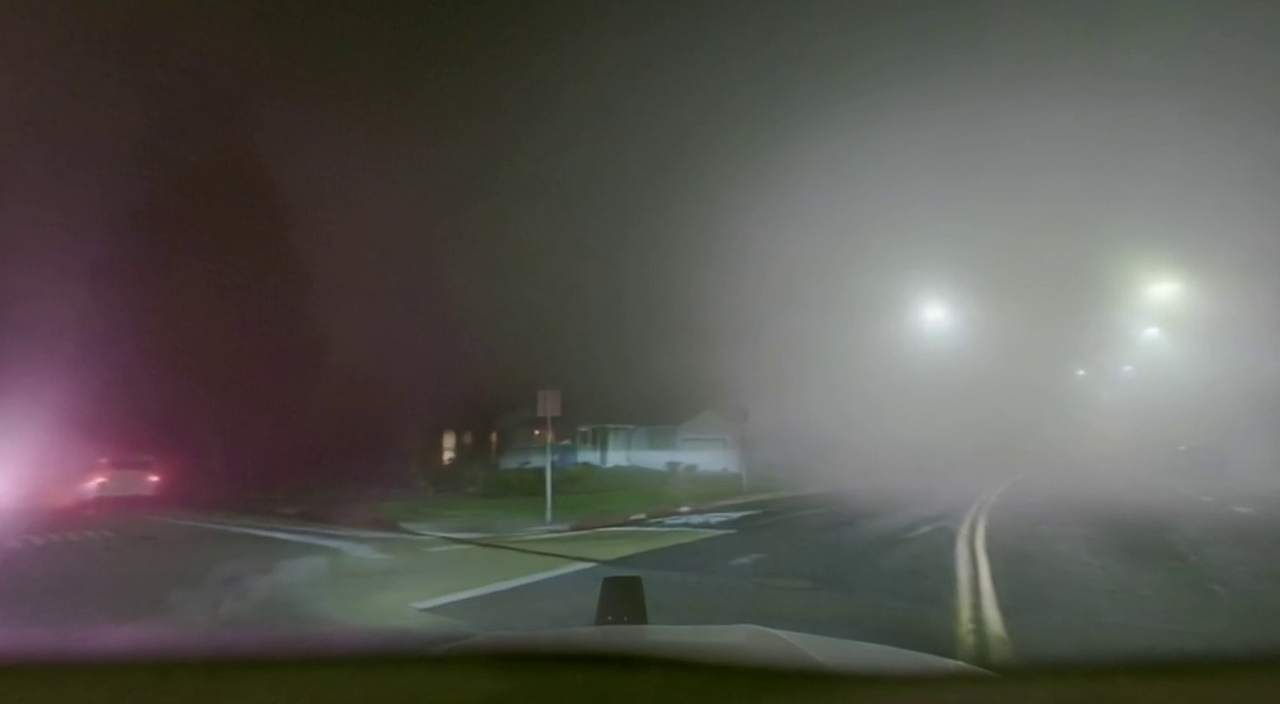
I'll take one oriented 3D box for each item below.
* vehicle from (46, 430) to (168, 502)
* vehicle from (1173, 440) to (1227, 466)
[{"bbox_3d":[-25.940,5.399,30.603,6.380,3.089,2.718,-6,-10,35],"label":"vehicle"},{"bbox_3d":[34.666,6.246,39.116,1.970,1.530,3.685,-6,-10,34],"label":"vehicle"}]
